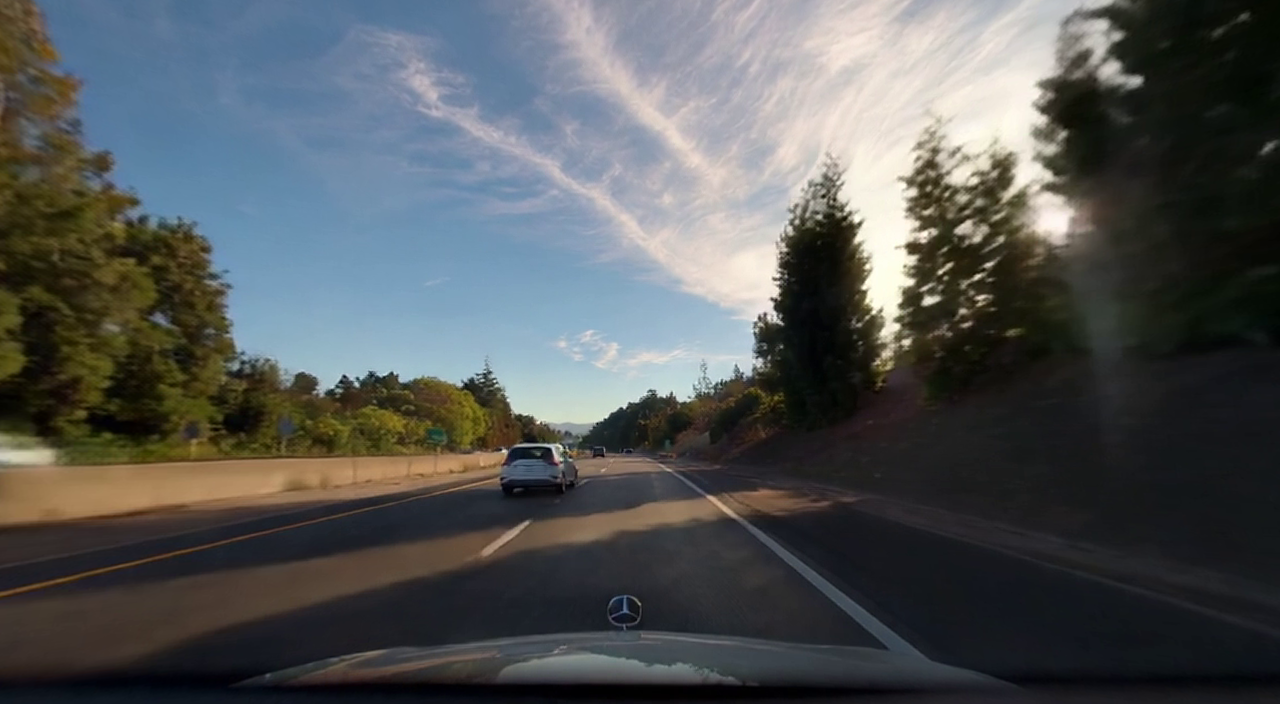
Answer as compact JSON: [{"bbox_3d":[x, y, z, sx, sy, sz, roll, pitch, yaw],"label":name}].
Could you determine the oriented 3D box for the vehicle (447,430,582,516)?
[{"bbox_3d":[-2.714,2.737,14.870,2.135,1.686,4.517,0,-8,2],"label":"vehicle"}]
